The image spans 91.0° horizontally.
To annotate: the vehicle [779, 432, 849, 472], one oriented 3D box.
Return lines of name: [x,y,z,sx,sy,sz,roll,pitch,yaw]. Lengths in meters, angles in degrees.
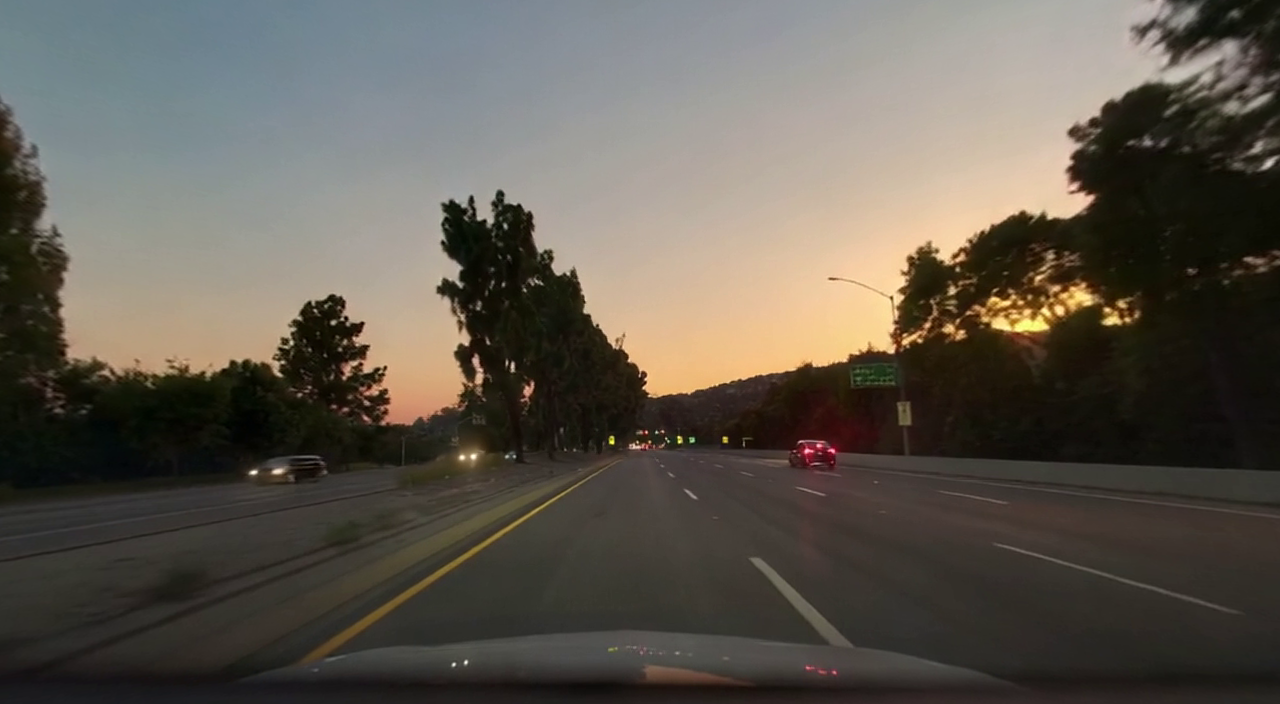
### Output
vehicle: [8.689,5.046,31.913,2.170,1.830,4.720,0,-8,0]

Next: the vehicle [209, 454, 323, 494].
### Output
vehicle: [-15.546,5.068,26.526,1.889,1.463,4.690,-1,-8,0]
